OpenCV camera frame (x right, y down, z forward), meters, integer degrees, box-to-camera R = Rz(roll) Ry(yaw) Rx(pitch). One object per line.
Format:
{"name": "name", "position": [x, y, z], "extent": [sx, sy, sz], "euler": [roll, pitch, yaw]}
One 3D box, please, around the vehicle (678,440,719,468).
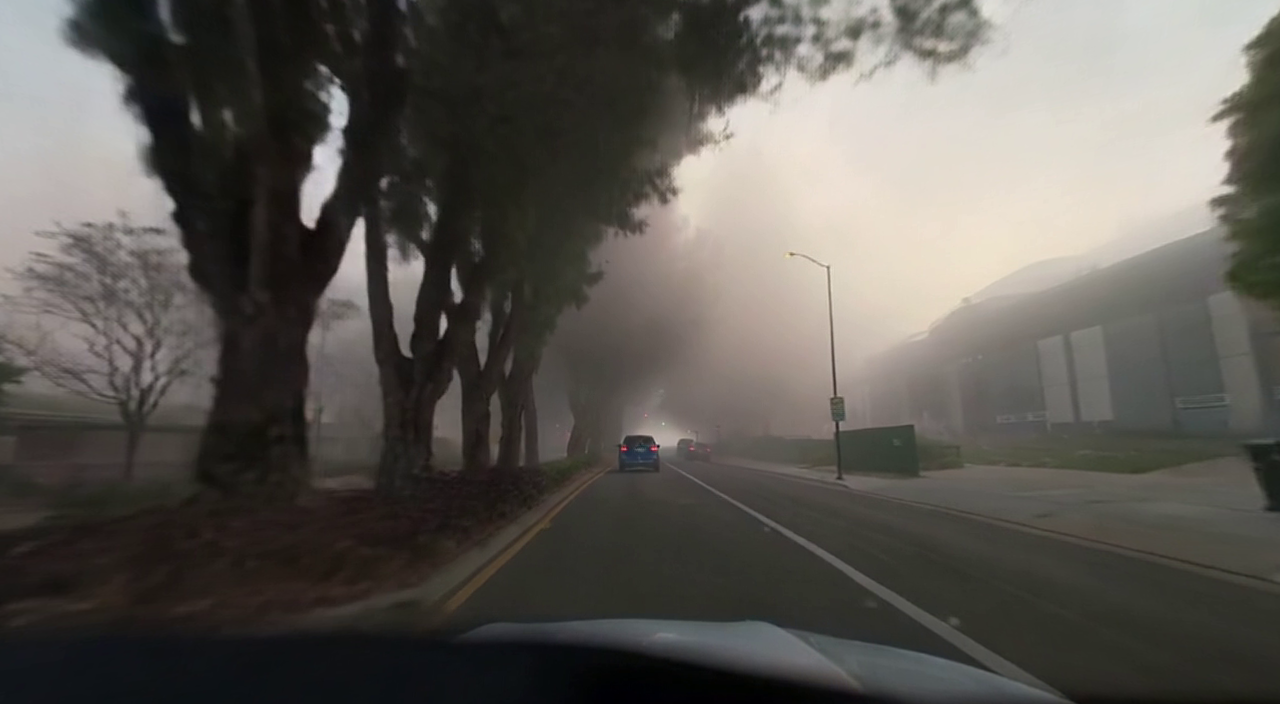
{"name": "vehicle", "position": [3.736, 6.662, 41.227], "extent": [2.138, 1.699, 4.852], "euler": [0, -9, -1]}

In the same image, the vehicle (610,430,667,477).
{"name": "vehicle", "position": [-0.066, 4.648, 28.973], "extent": [2.386, 1.947, 4.168], "euler": [0, -9, 0]}
